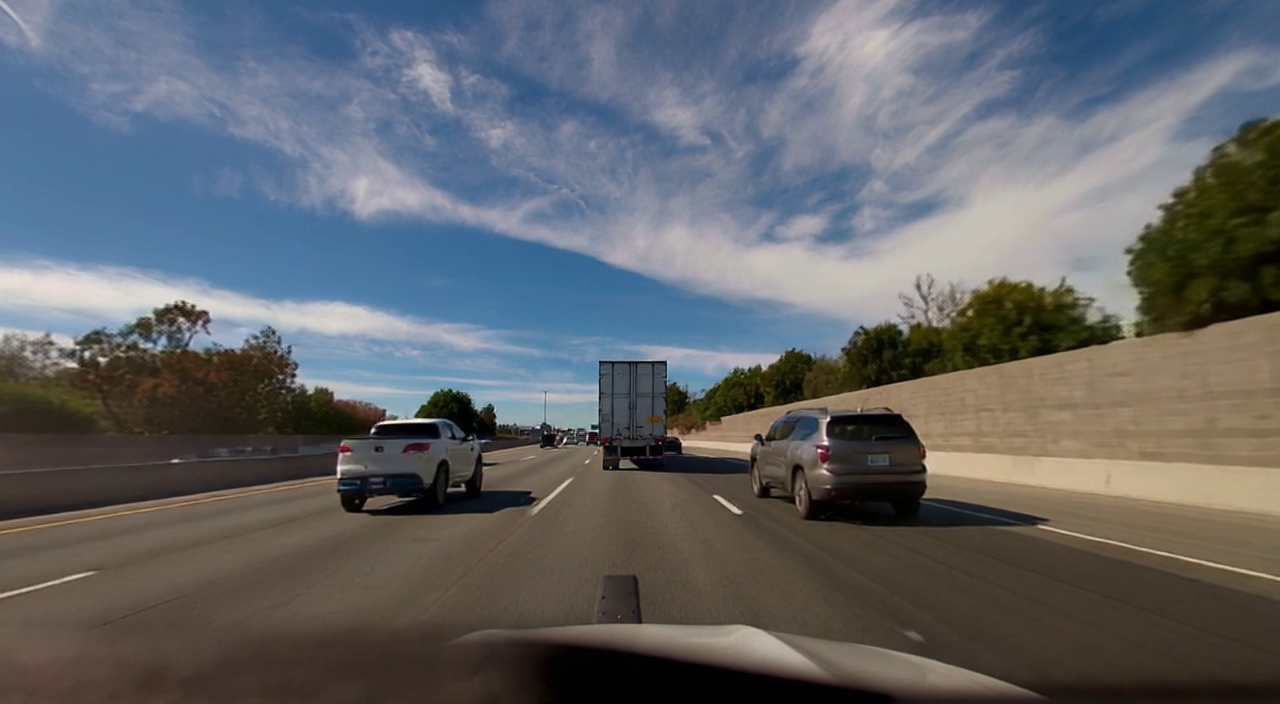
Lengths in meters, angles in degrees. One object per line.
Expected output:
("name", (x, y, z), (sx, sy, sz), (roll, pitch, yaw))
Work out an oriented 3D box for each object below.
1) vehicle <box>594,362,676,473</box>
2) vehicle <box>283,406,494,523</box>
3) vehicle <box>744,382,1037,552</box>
("vehicle", (-0.525, 3.008, 27.484), (2.904, 3.915, 10.473), (0, -8, -4))
("vehicle", (-4.300, 1.987, 11.713), (2.134, 1.752, 4.375), (0, -8, 0))
("vehicle", (3.155, 1.580, 9.383), (2.118, 1.832, 4.901), (0, -8, -3))
